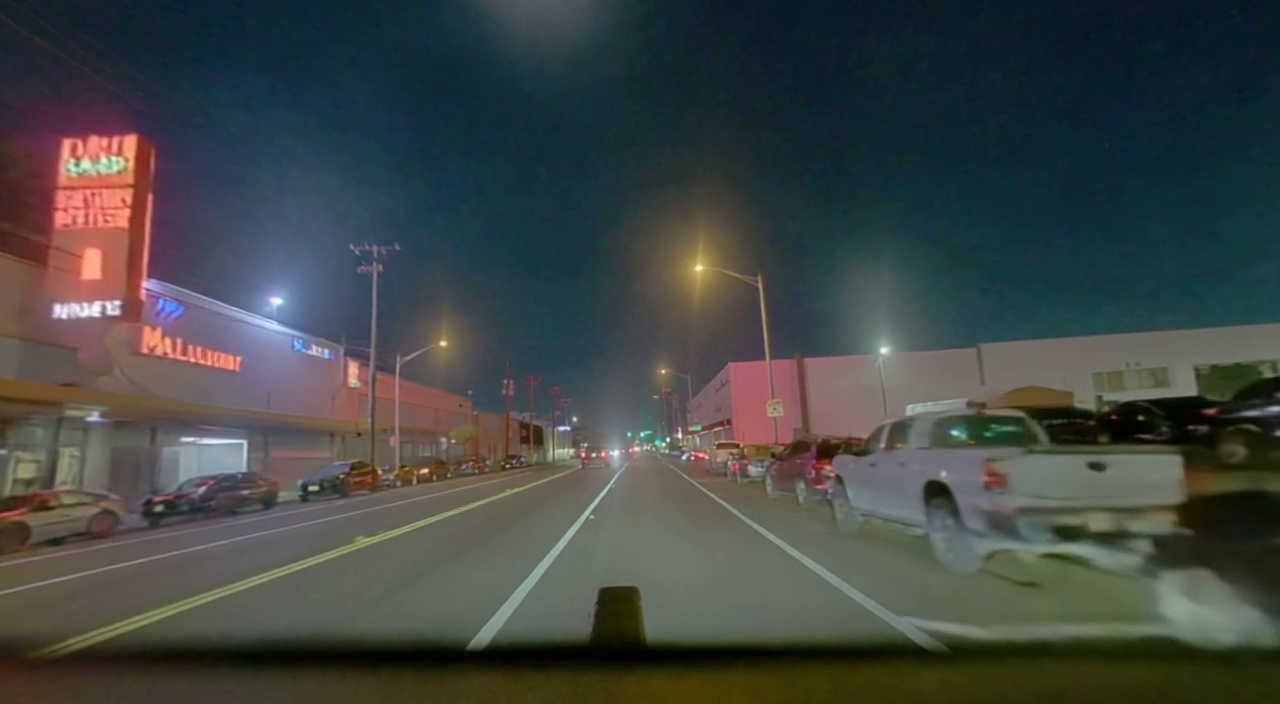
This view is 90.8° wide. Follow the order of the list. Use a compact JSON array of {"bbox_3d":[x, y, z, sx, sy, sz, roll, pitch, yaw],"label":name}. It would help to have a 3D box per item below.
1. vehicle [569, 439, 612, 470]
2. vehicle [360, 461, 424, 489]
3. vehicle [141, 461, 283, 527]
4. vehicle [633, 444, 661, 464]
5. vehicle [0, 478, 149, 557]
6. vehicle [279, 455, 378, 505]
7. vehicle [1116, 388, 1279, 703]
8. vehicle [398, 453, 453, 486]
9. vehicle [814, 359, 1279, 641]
[{"bbox_3d":[-3.118,6.613,40.871,2.348,1.831,4.737,0,-8,1],"label":"vehicle"},{"bbox_3d":[-15.001,7.440,38.434,2.049,1.496,4.338,-1,-8,1],"label":"vehicle"},{"bbox_3d":[-15.138,4.984,22.715,2.020,1.695,4.629,-6,-8,-2],"label":"vehicle"},{"bbox_3d":[0.497,7.996,49.843,2.099,1.470,4.270,0,-8,0],"label":"vehicle"},{"bbox_3d":[-15.256,4.052,15.735,2.076,1.518,4.981,-1,-8,0],"label":"vehicle"},{"bbox_3d":[-15.215,6.218,31.250,2.124,1.835,5.450,-6,-8,0],"label":"vehicle"},{"bbox_3d":[3.789,0.706,1.404,1.839,1.505,4.566,0,-9,-1],"label":"vehicle"},{"bbox_3d":[-14.871,8.122,43.994,2.081,1.791,4.799,-6,-7,-1],"label":"vehicle"},{"bbox_3d":[3.780,1.354,6.829,2.180,1.847,5.196,0,-9,-2],"label":"vehicle"}]
